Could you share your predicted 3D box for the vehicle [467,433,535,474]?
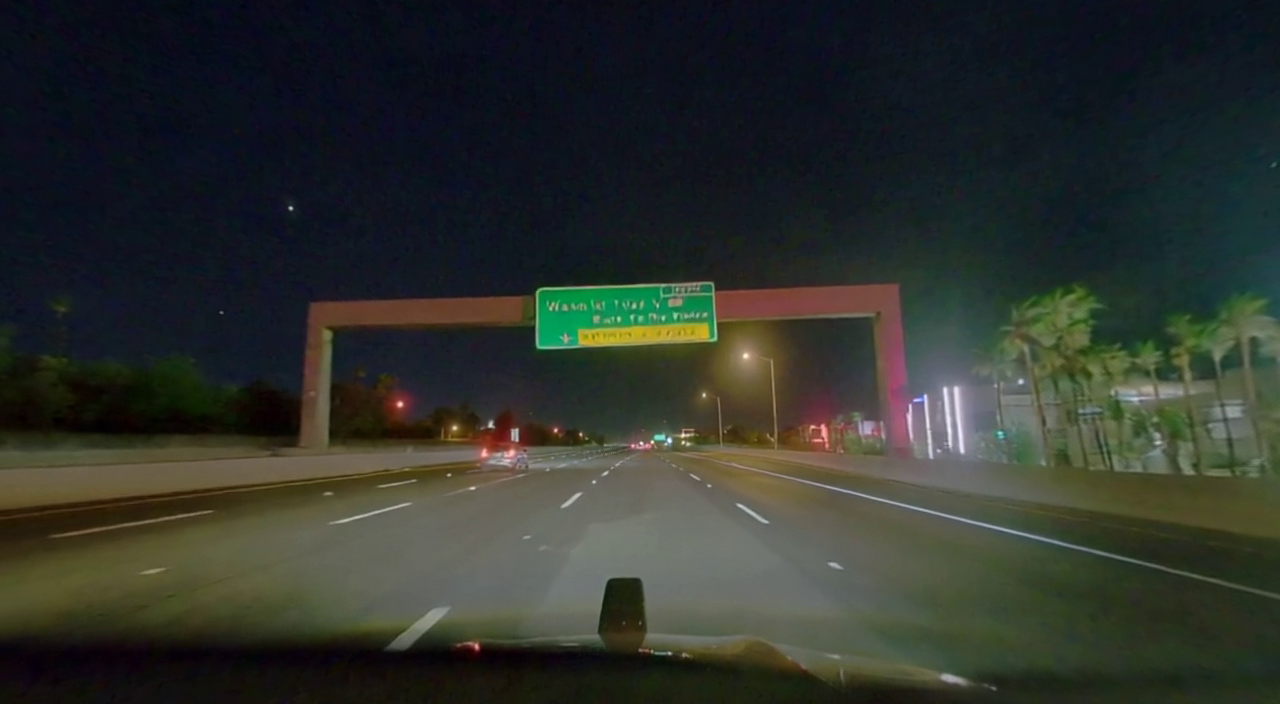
[{"bbox_3d":[-6.670,4.939,30.816,2.145,1.793,4.762,0,-8,1],"label":"vehicle"}]
